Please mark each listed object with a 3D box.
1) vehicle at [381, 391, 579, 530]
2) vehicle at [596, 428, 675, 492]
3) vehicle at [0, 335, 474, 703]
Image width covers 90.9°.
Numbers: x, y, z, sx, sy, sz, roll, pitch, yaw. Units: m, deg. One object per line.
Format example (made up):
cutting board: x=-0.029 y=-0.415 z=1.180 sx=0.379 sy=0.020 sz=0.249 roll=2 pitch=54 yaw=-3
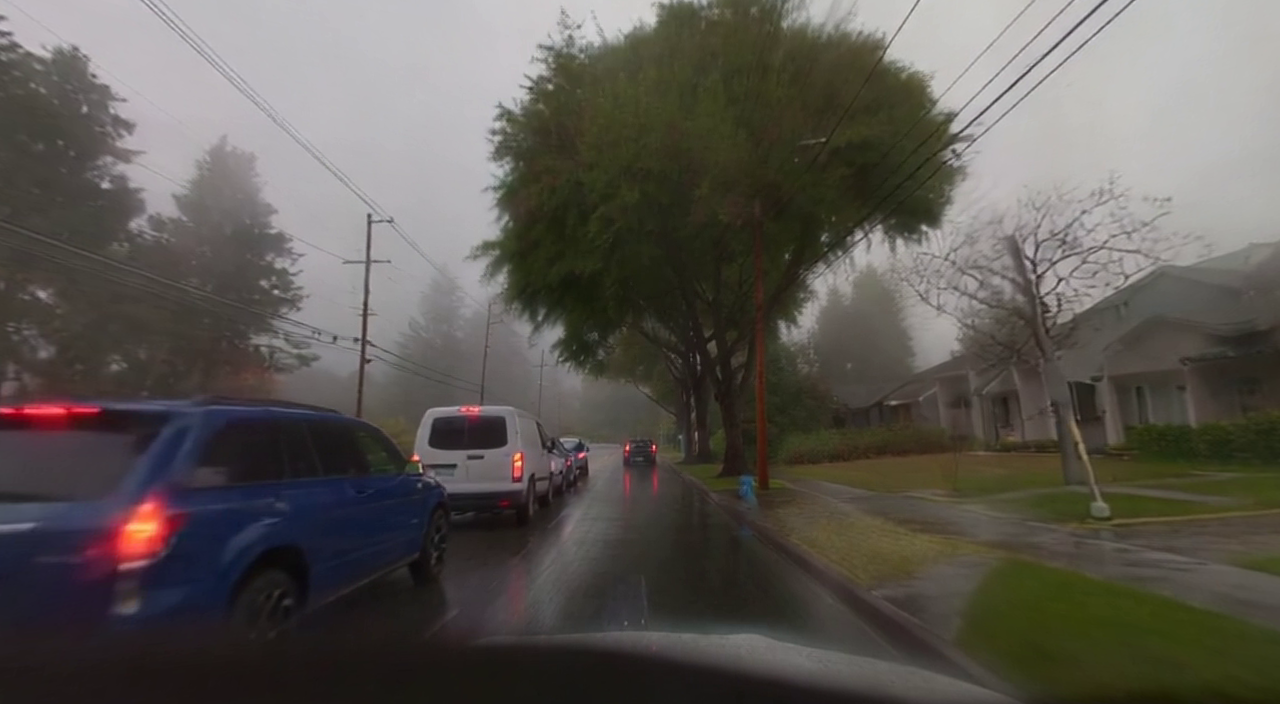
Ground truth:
vehicle: x=-2.799 y=2.127 z=12.796 sx=2.411 sy=2.185 sz=5.544 roll=0 pitch=-9 yaw=2
vehicle: x=-0.124 y=3.232 z=19.081 sx=2.120 sy=1.718 sz=3.909 roll=0 pitch=-9 yaw=0
vehicle: x=-2.842 y=1.106 z=4.333 sx=2.105 sy=1.709 sz=4.251 roll=0 pitch=-9 yaw=2
